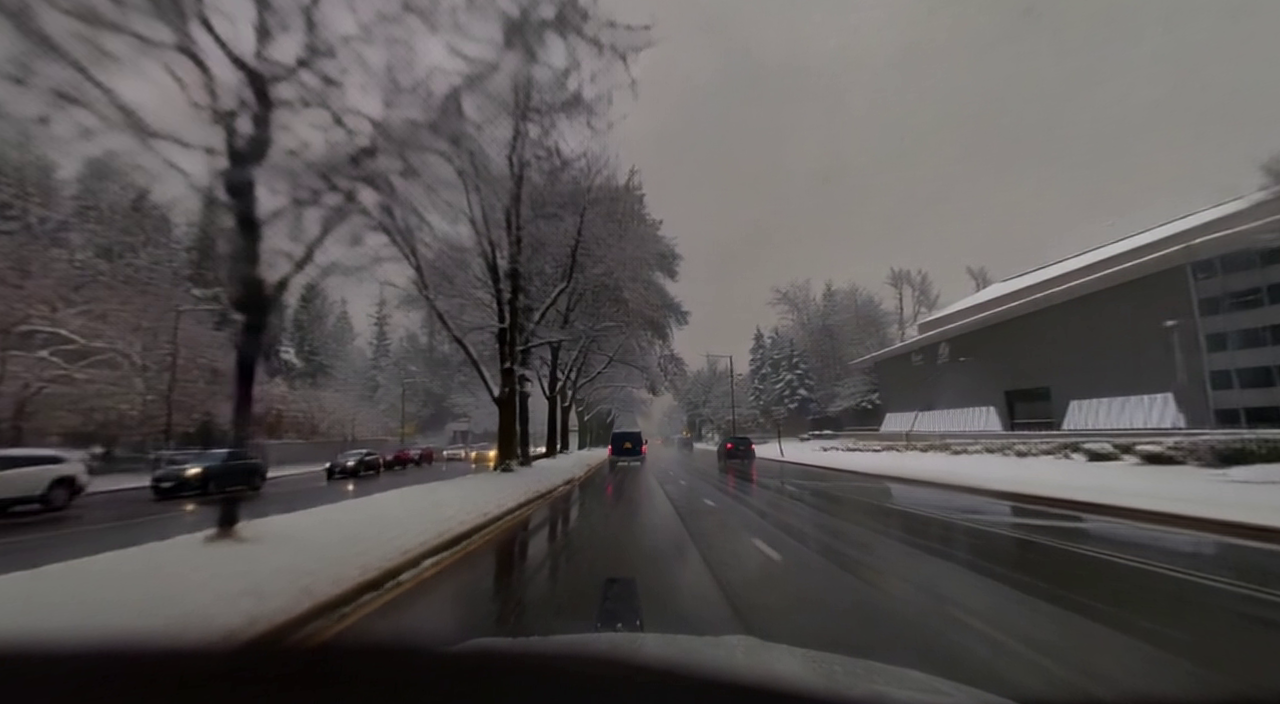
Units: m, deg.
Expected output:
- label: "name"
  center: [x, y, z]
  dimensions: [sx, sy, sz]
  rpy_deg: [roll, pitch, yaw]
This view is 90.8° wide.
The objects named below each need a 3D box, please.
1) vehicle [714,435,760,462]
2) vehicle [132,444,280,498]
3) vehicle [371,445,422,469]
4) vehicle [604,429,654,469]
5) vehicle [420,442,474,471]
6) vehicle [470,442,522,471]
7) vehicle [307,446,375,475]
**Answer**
- label: "vehicle"
  center: [6.778, 6.835, 44.816]
  dimensions: [2.364, 1.781, 4.854]
  rpy_deg: [0, -8, -2]
- label: "vehicle"
  center: [-14.728, 4.000, 21.808]
  dimensions: [1.950, 1.655, 4.395]
  rpy_deg: [0, -8, 0]
- label: "vehicle"
  center: [-18.400, 7.934, 47.990]
  dimensions: [1.999, 1.682, 4.914]
  rpy_deg: [0, -8, -1]
- label: "vehicle"
  center: [-0.547, 5.112, 33.399]
  dimensions: [2.411, 1.937, 5.186]
  rpy_deg: [0, -8, -1]
- label: "vehicle"
  center: [-11.414, 6.191, 37.655]
  dimensions: [1.904, 1.622, 4.225]
  rpy_deg: [0, -8, -1]
- label: "vehicle"
  center: [-8.001, 5.825, 35.409]
  dimensions: [1.964, 1.478, 4.368]
  rpy_deg: [0, -8, -1]
- label: "vehicle"
  center: [-18.630, 6.744, 39.631]
  dimensions: [1.980, 1.712, 4.535]
  rpy_deg: [0, -8, 1]
